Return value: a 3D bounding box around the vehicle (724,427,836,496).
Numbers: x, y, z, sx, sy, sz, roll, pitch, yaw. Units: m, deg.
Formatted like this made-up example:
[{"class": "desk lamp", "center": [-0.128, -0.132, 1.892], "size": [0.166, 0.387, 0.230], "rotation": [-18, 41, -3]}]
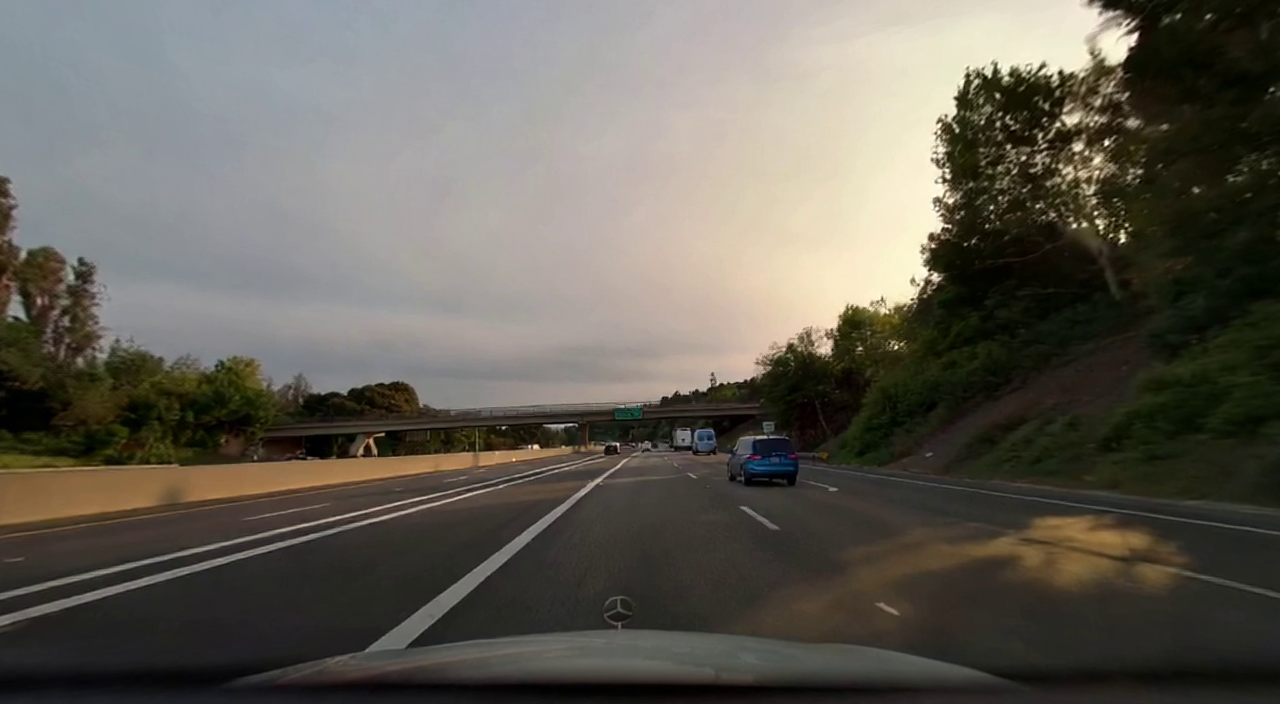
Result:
[{"class": "vehicle", "center": [3.809, 3.079, 18.042], "size": [2.148, 1.691, 4.443], "rotation": [0, -8, -1]}]
